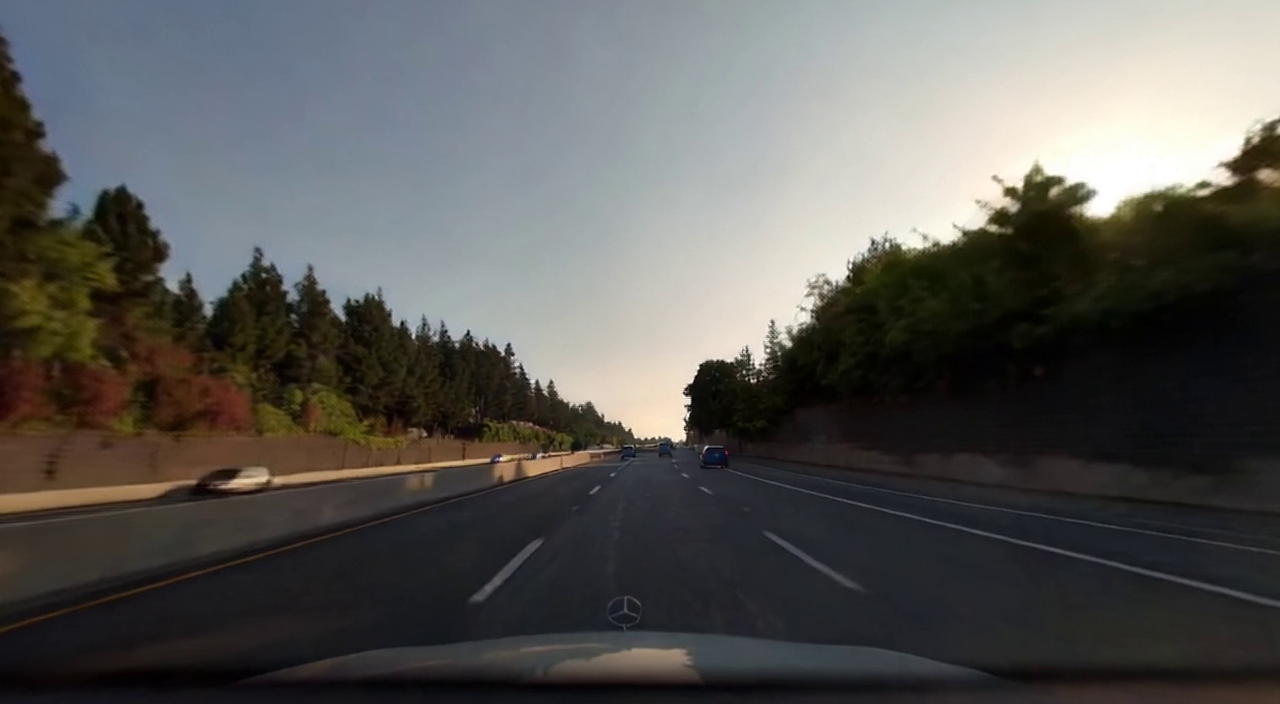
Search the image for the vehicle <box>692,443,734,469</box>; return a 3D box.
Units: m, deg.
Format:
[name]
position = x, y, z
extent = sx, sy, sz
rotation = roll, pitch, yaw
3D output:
[vehicle]
position = 4.554, 6.609, 40.101
extent = 2.175, 1.574, 3.943
rotation = 0, -9, 0
